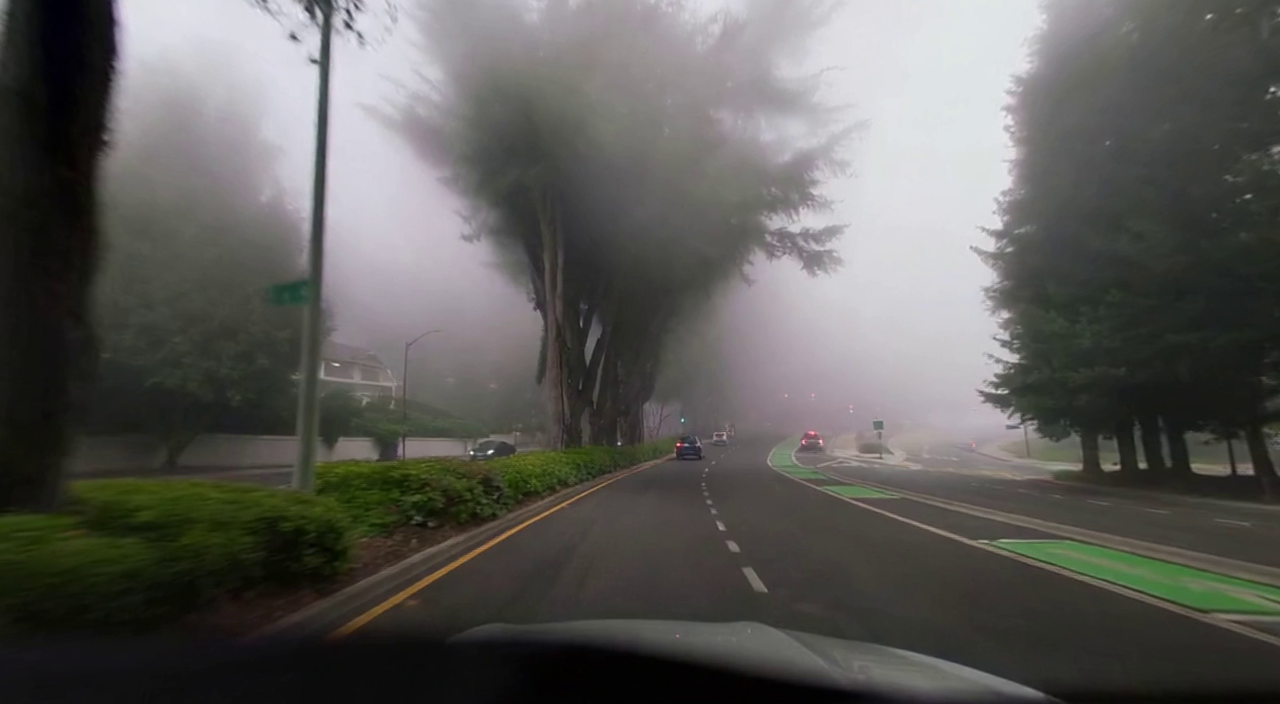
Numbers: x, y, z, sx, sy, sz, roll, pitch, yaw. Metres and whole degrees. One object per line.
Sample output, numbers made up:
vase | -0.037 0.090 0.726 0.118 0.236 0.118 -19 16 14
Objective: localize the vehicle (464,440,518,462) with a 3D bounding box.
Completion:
vehicle | -10.918 7.294 46.660 2.061 1.559 4.729 -2 -9 10
